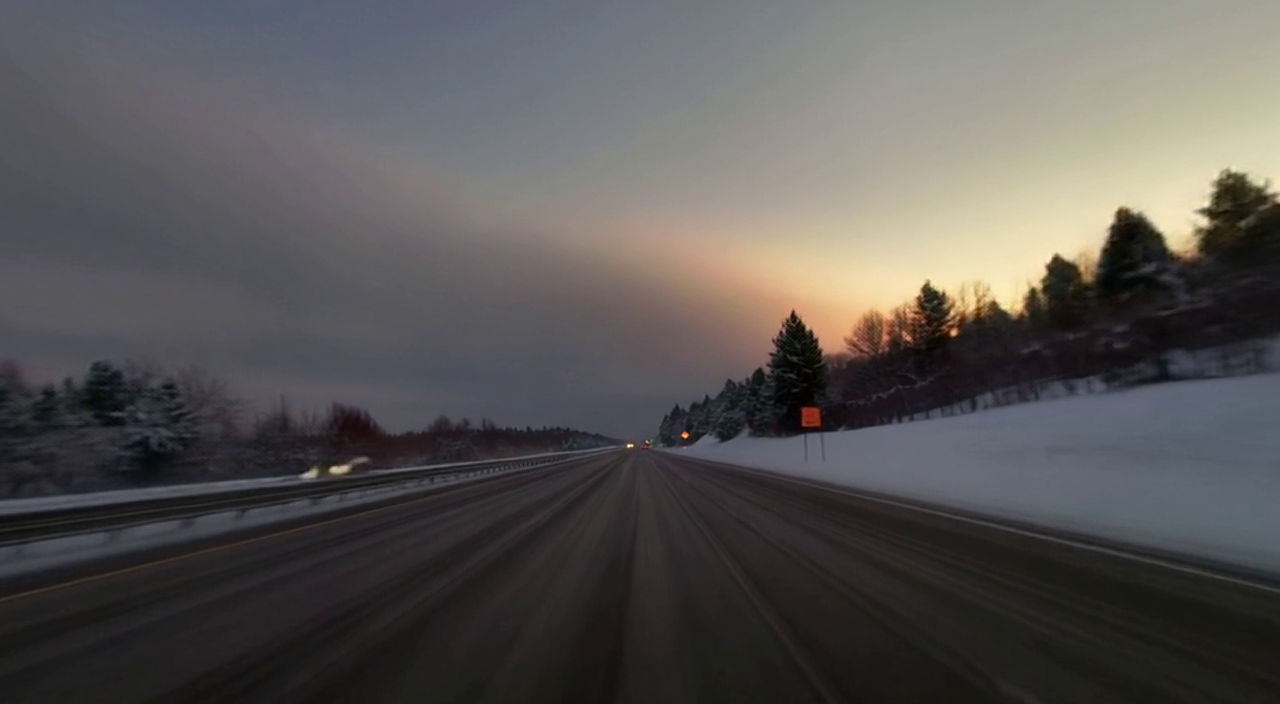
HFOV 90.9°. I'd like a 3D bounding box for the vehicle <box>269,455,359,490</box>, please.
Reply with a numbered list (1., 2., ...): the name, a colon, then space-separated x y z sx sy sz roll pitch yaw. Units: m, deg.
1. vehicle: -16.319 6.057 31.863 2.089 1.568 4.491 0 -9 1
